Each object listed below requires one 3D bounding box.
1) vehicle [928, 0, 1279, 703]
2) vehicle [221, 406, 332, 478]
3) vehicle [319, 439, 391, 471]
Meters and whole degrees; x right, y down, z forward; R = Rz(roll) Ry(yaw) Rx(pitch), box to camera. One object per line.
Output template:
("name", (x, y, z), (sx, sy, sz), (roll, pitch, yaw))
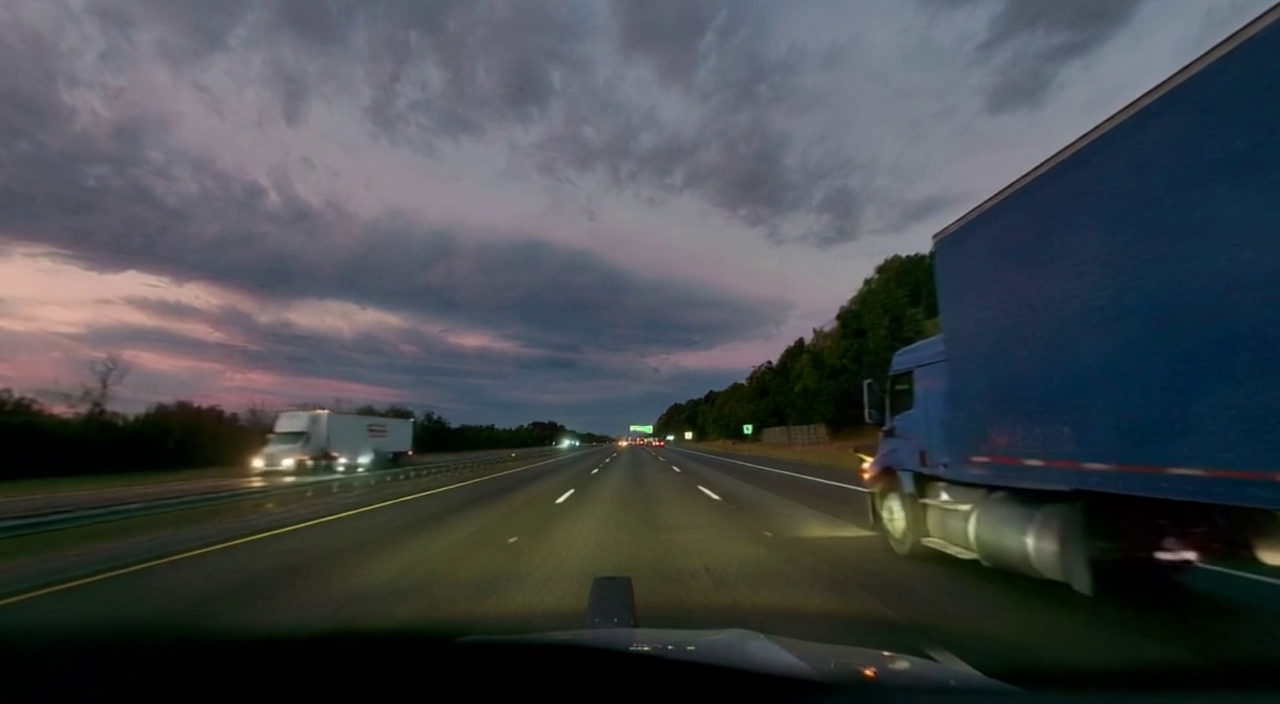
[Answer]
("vehicle", (4.004, -0.053, 1.506), (2.766, 3.349, 7.796), (0, -8, -1))
("vehicle", (-21.417, 5.335, 37.560), (3.006, 3.901, 5.946), (-1, -8, -1))
("vehicle", (-16.654, 6.008, 37.041), (2.036, 1.742, 4.794), (0, -8, -1))
